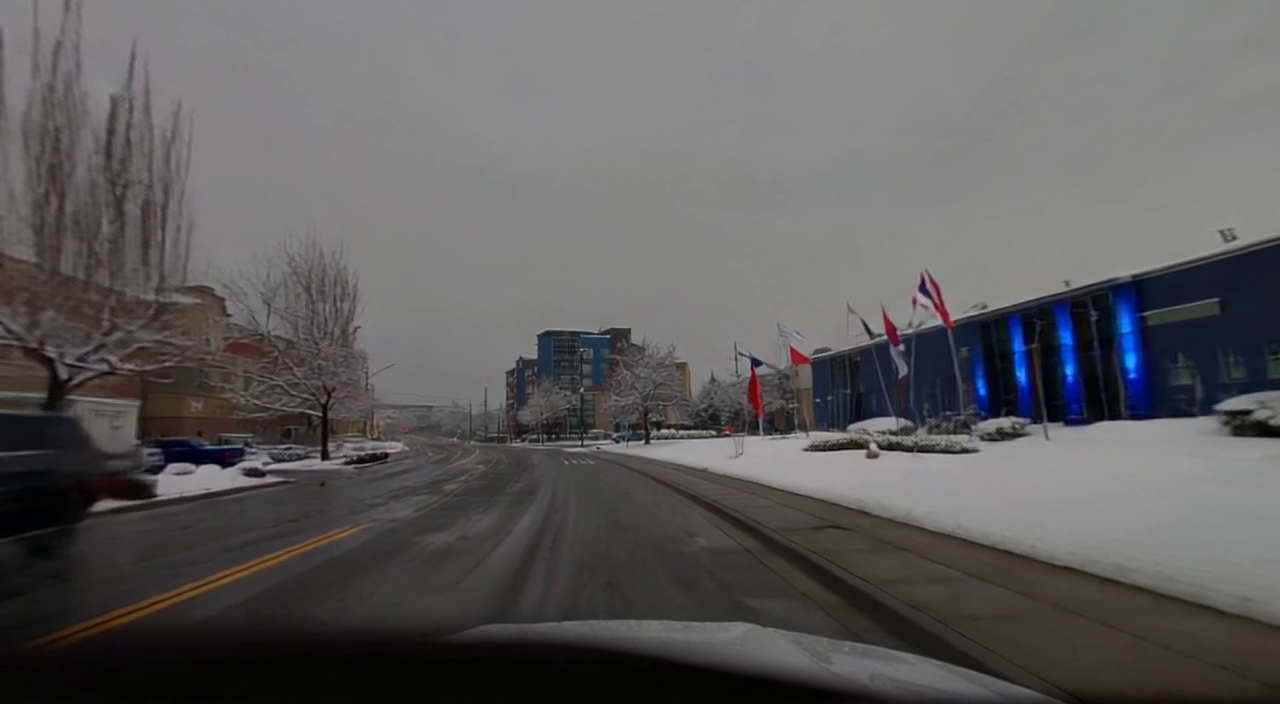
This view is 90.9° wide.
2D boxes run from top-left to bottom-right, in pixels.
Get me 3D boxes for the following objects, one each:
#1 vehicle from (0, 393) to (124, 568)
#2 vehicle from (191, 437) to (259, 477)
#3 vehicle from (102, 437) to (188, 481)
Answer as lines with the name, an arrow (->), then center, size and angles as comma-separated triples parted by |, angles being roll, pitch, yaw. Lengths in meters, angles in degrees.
vehicle -> -7.880, 1.324, 6.305 | 2.026, 1.882, 4.277 | 1, -8, -5
vehicle -> -17.736, 4.447, 27.065 | 1.778, 1.584, 2.802 | 3, -8, -20
vehicle -> -20.395, 4.355, 26.146 | 1.907, 1.642, 4.020 | 4, -9, -26
